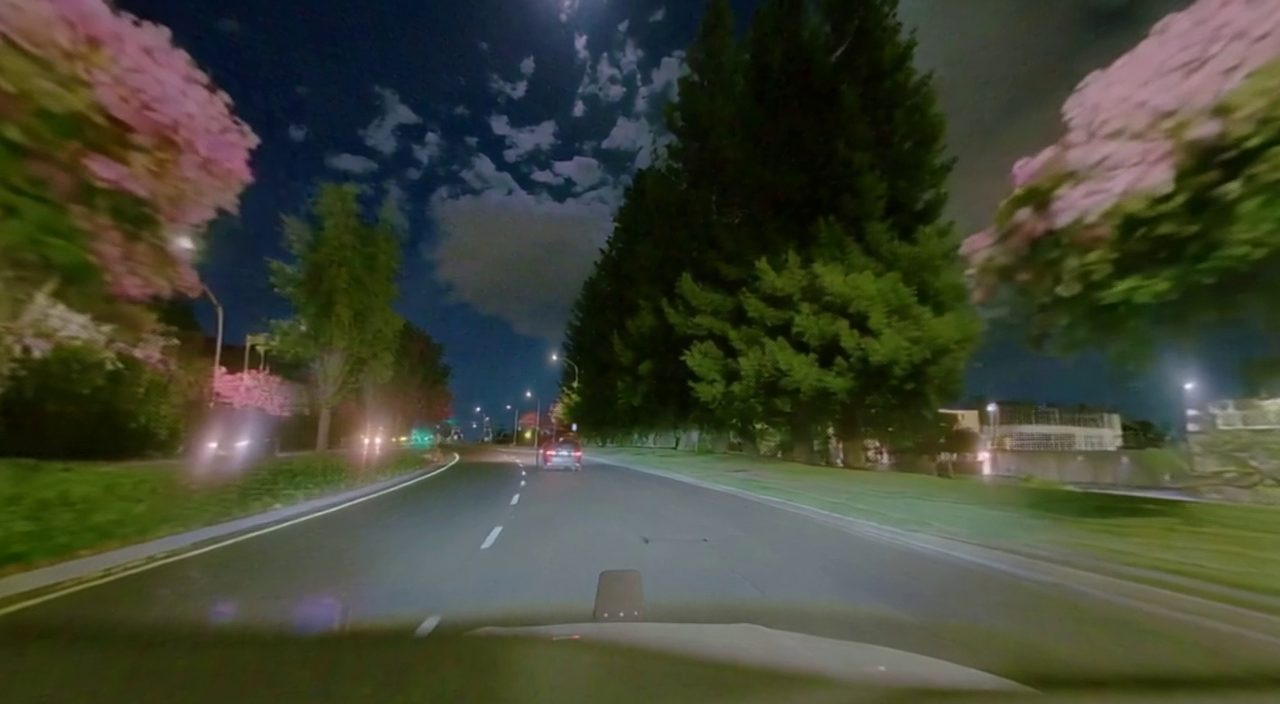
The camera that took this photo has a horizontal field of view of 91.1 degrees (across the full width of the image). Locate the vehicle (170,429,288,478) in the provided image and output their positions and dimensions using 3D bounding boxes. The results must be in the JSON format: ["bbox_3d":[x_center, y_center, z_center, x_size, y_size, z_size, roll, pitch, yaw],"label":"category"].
[{"bbox_3d":[-16.065,3.984,24.877,2.172,1.738,4.617,1,-9,-10],"label":"vehicle"}]

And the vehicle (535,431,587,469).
[{"bbox_3d":[-4.202,5.106,32.826,2.166,1.828,4.607,2,-9,-13],"label":"vehicle"}]
